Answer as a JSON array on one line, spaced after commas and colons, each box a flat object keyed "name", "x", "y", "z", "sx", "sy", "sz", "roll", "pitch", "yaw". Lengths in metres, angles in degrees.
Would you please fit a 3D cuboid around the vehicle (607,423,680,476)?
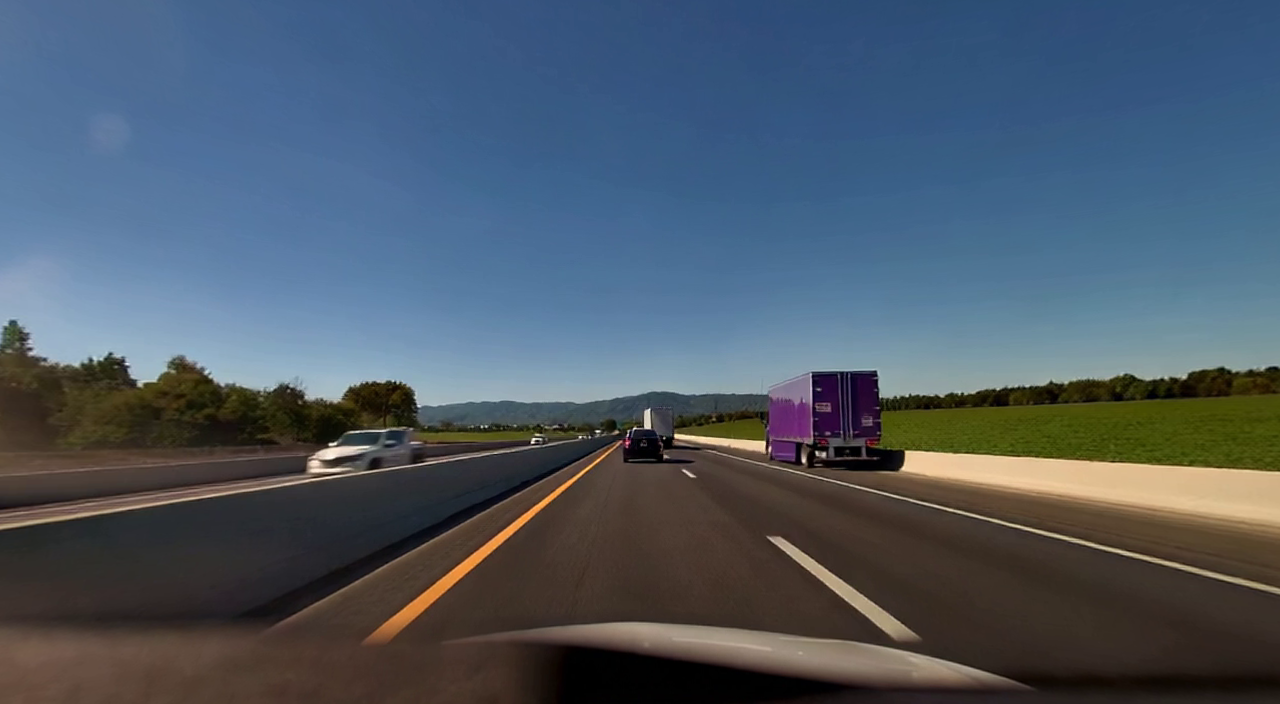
[{"name": "vehicle", "x": 0.090, "y": 3.271, "z": 21.417, "sx": 2.216, "sy": 1.623, "sz": 4.220, "roll": 0, "pitch": -8, "yaw": -1}]

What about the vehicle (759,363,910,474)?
[{"name": "vehicle", "x": 7.237, "y": 2.782, "z": 25.167, "sx": 3.010, "sy": 3.638, "sz": 8.978, "roll": 0, "pitch": -8, "yaw": -1}]

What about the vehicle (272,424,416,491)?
[{"name": "vehicle", "x": -7.871, "y": 2.820, "z": 17.210, "sx": 1.905, "sy": 1.577, "sz": 4.136, "roll": 0, "pitch": -8, "yaw": 0}]
